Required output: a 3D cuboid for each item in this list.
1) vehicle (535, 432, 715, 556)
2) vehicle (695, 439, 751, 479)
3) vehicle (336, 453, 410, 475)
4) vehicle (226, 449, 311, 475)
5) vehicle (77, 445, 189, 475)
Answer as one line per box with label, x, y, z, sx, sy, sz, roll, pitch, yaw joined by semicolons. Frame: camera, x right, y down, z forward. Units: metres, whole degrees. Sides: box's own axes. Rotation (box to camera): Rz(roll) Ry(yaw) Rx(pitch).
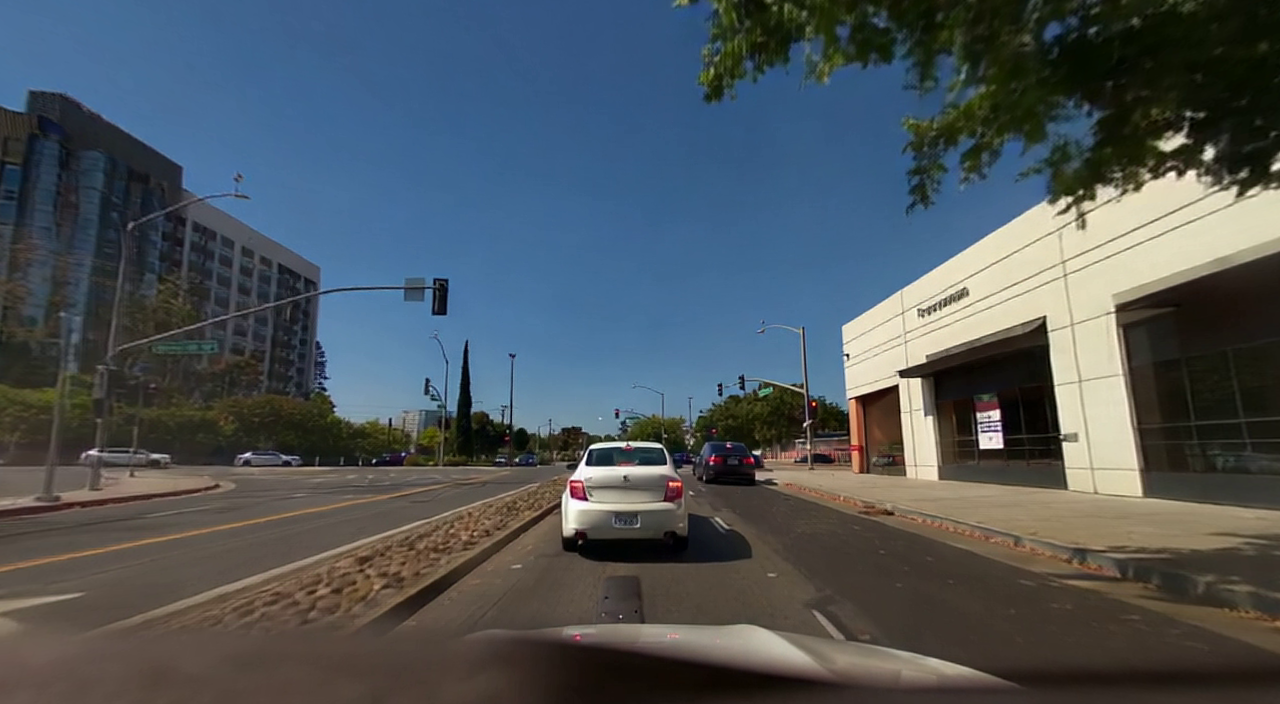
vehicle;-0.163;2.047;9.853;2.173;1.479;4.264;0;-9;1
vehicle;4.081;5.354;31.870;2.092;1.851;4.913;0;-9;-1
vehicle;-19.080;8.028;45.358;4.548;1.449;1.802;2;-9;-12
vehicle;-25.692;7.610;43.851;4.575;1.718;2.008;2;-9;-11
vehicle;-31.146;6.640;38.929;4.877;1.754;1.978;2;-9;-11
